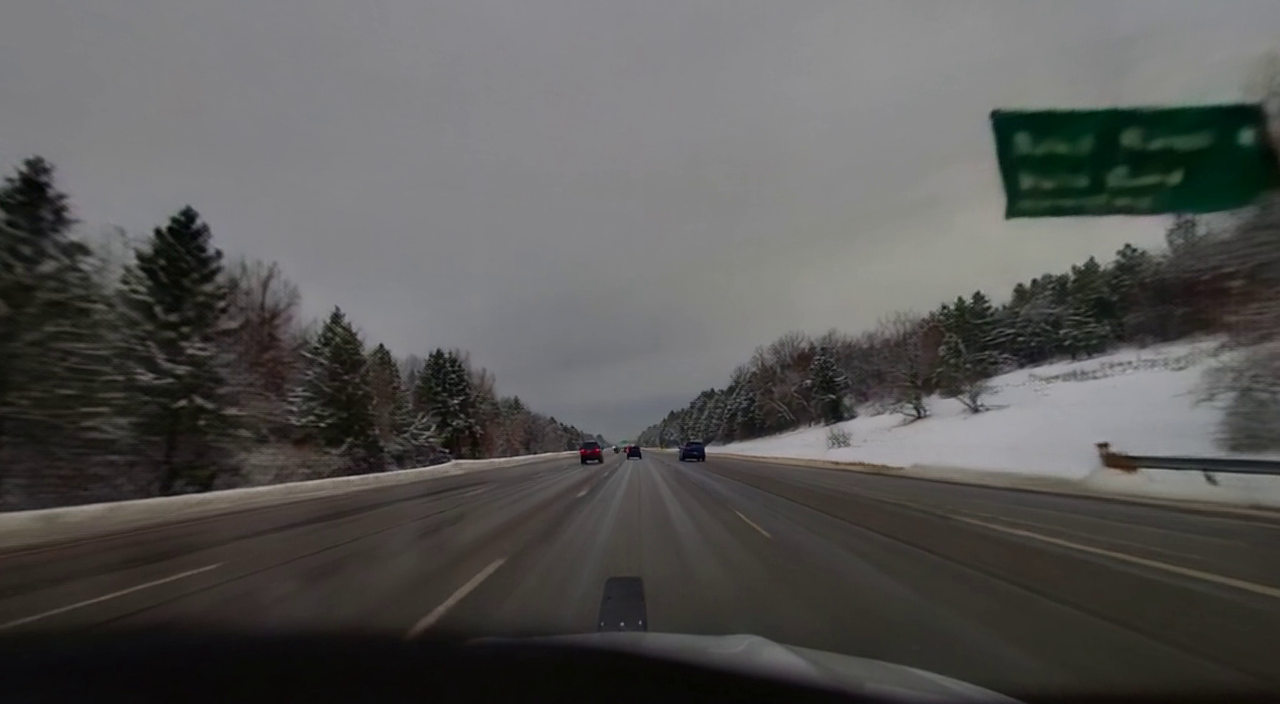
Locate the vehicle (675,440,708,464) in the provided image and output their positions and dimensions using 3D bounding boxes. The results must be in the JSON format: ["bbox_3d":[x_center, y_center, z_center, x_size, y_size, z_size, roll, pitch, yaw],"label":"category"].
[{"bbox_3d":[3.876,7.559,47.717,1.995,1.712,4.206,0,-8,-2],"label":"vehicle"}]
